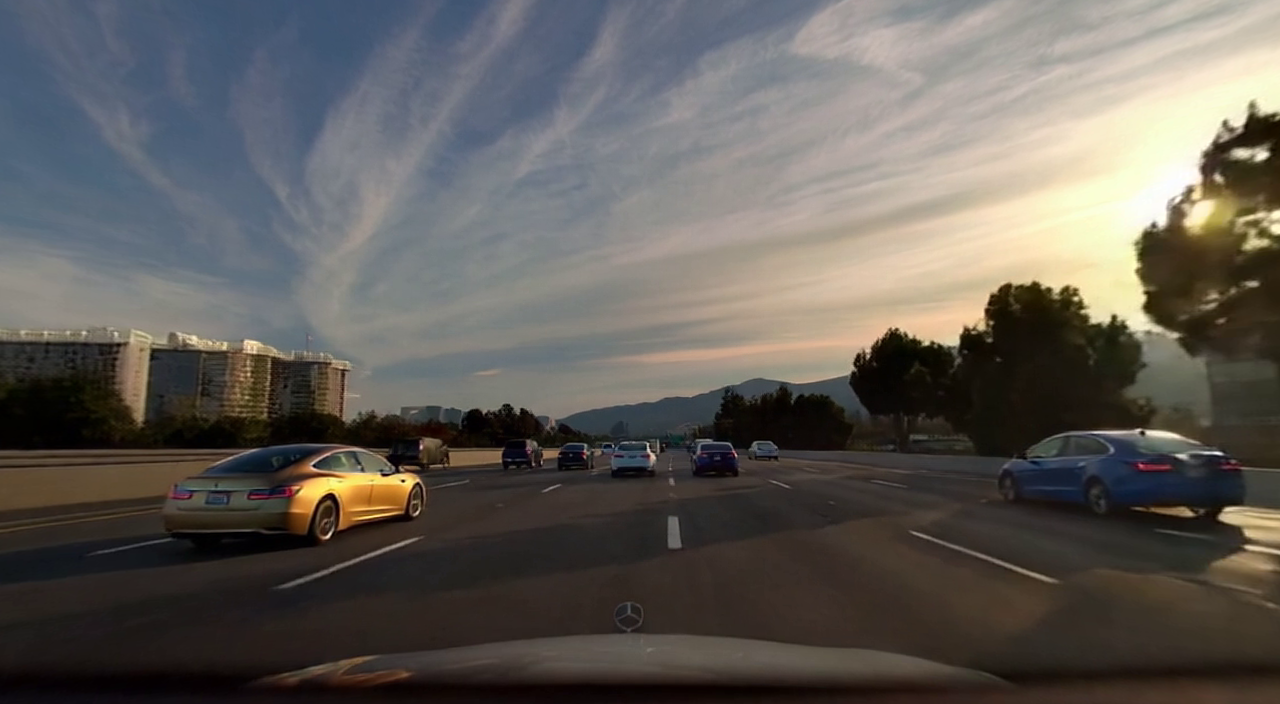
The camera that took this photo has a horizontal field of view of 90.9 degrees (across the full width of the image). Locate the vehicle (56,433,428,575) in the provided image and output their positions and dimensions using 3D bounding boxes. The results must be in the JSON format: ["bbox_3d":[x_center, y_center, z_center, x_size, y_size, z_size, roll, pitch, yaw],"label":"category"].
[{"bbox_3d":[-5.016,1.950,9.037,2.116,1.473,4.644,-1,-8,4],"label":"vehicle"}]

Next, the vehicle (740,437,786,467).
[{"bbox_3d":[7.827,6.378,40.466,2.071,1.754,4.484,-1,-8,1],"label":"vehicle"}]

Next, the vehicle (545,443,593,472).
[{"bbox_3d":[-3.797,5.683,34.374,1.886,1.455,4.148,-1,-8,3],"label":"vehicle"}]

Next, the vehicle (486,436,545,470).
[{"bbox_3d":[-7.318,6.001,37.618,2.187,1.851,5.085,-1,-8,4],"label":"vehicle"}]

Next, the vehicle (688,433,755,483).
[{"bbox_3d":[3.025,4.031,24.323,2.114,1.715,4.136,-1,-8,2],"label":"vehicle"}]

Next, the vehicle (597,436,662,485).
[{"bbox_3d":[-0.294,4.004,23.649,2.102,1.624,4.257,-1,-8,3],"label":"vehicle"}]

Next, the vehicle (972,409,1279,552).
[{"bbox_3d":[7.767,1.940,10.294,1.960,1.726,5.016,0,-8,1],"label":"vehicle"}]
